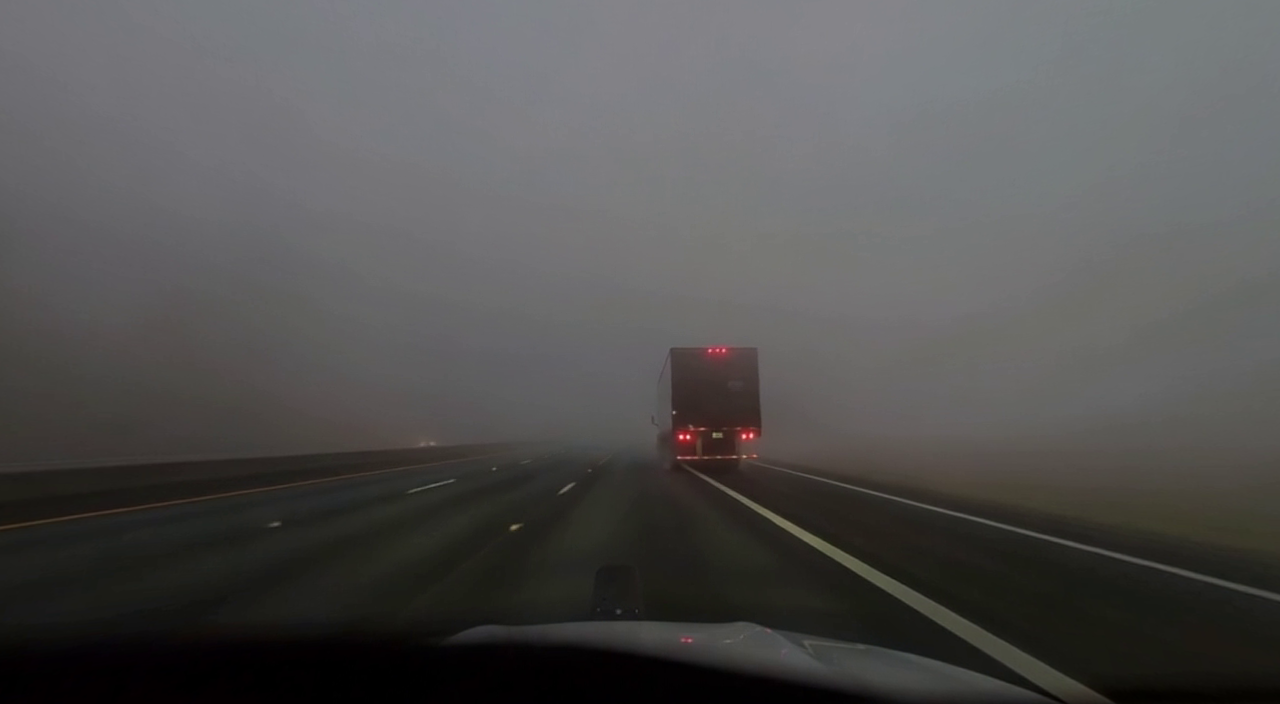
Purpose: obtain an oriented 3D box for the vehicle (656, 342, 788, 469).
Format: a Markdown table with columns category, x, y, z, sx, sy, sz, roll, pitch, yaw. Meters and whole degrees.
| category | x | y | z | sx | sy | sz | roll | pitch | yaw |
| --- | --- | --- | --- | --- | --- | --- | --- | --- | --- |
| vehicle | 2.531 | 2.357 | 24.377 | 3.446 | 3.698 | 12.089 | 0 | -8 | 0 |
